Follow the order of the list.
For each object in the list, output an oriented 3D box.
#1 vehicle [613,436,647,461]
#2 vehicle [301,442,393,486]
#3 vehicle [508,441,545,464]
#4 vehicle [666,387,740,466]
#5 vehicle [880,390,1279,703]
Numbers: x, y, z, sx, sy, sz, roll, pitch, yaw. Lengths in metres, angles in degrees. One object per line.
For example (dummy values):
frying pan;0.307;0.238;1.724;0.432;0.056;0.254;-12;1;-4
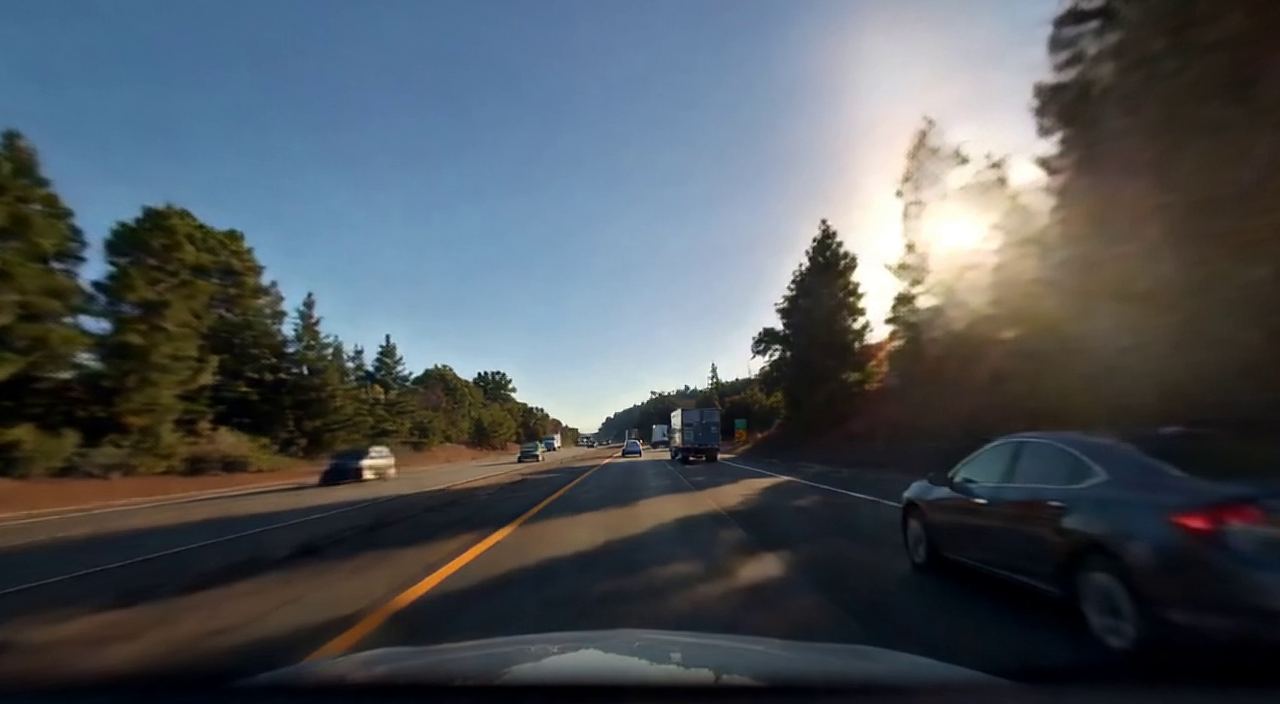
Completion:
vehicle;-0.695;6.627;43.622;2.192;1.623;4.887;0;-8;-1
vehicle;-12.165;4.628;26.444;1.900;1.638;4.089;0;-8;0
vehicle;-8.190;7.240;45.649;1.862;1.525;4.059;0;-8;0
vehicle;3.510;4.743;39.070;2.919;4.004;13.911;0;-8;-1
vehicle;3.752;1.211;4.792;2.072;1.534;4.300;0;-8;-1
